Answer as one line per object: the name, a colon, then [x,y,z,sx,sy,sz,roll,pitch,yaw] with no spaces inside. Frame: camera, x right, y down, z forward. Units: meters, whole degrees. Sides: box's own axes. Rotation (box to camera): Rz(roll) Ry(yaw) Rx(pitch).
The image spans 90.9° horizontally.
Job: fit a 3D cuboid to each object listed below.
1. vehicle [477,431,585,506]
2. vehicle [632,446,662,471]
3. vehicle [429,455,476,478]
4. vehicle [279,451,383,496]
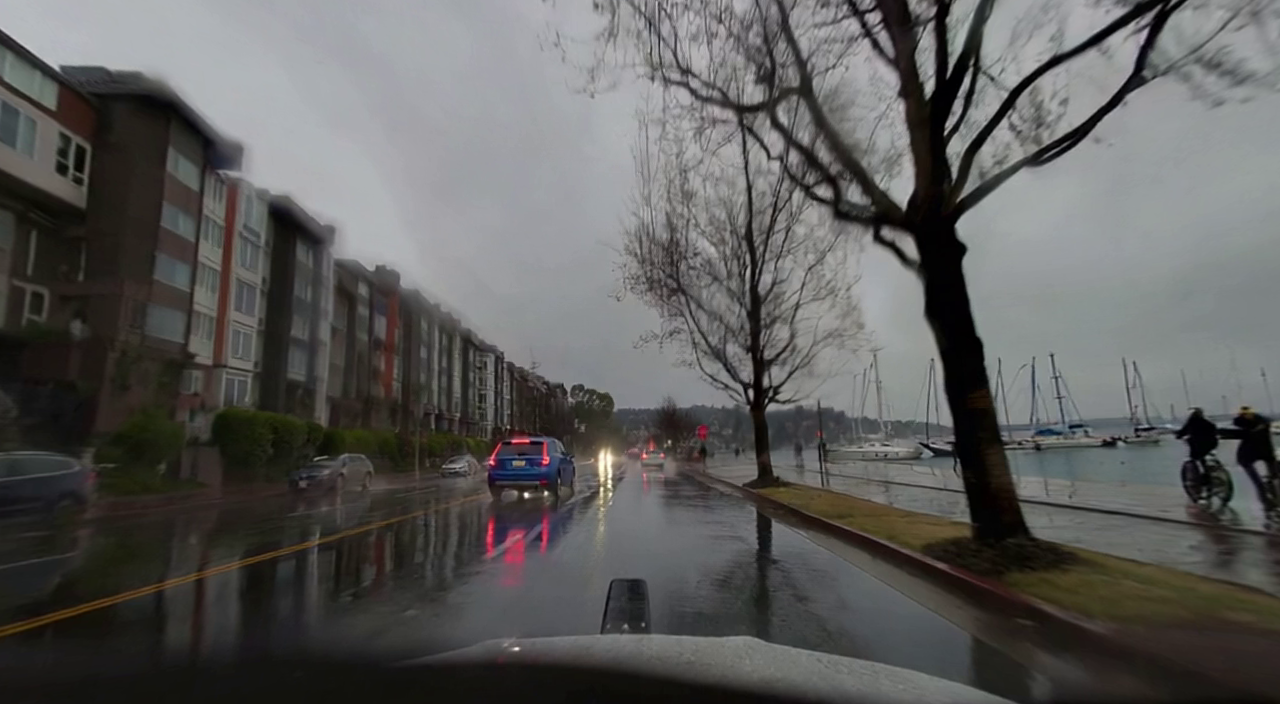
vehicle: [-2.912,3.238,17.998,2.082,1.817,4.724,-1,-9,2]
vehicle: [0.527,7.482,44.558,2.057,1.624,3.726,-1,-9,2]
vehicle: [-13.274,8.127,44.999,1.871,1.463,4.555,-1,-9,1]
vehicle: [-13.288,5.221,27.489,2.128,1.716,4.479,-1,-9,2]
